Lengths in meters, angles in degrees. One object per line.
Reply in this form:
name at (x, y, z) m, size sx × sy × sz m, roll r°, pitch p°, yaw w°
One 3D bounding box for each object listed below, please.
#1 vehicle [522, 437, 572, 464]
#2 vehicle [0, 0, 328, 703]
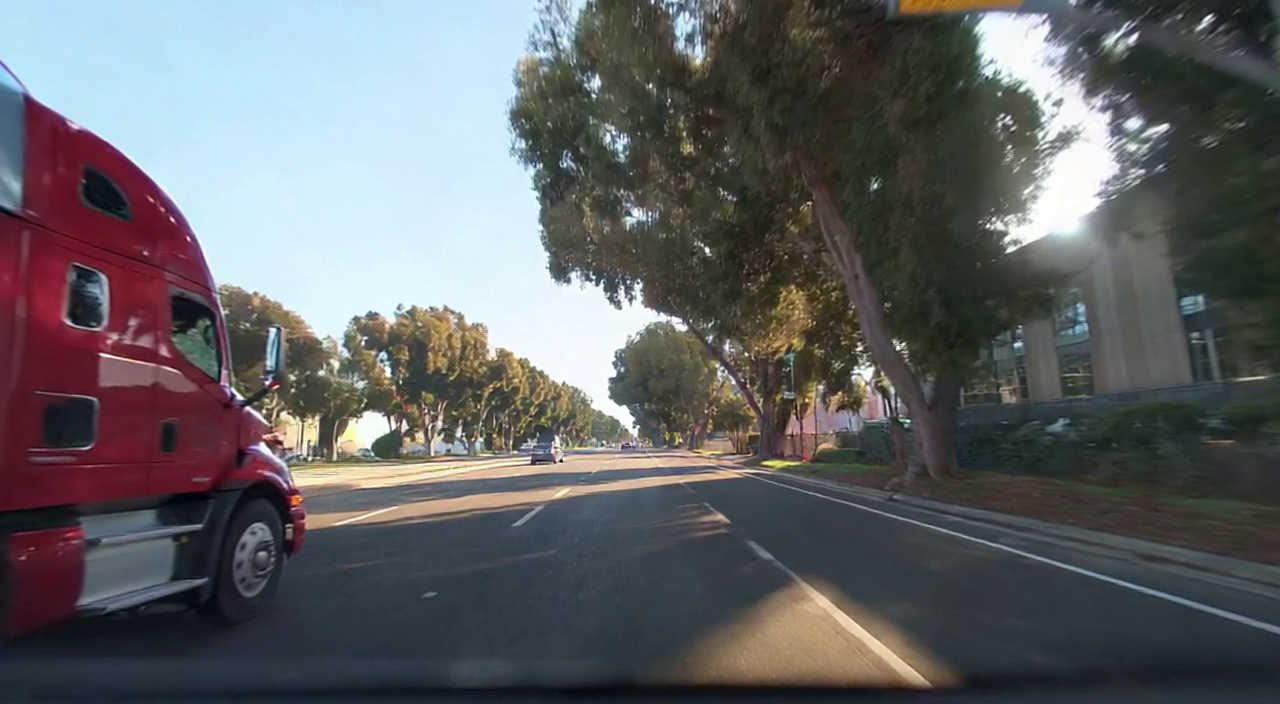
vehicle at (-6.878, 7.408, 47.683) m, size 2.743 × 1.832 × 7.257 m, roll 0°, pitch -8°, yaw 0°
vehicle at (-3.606, -0.202, 0.118) m, size 2.910 × 3.419 × 8.376 m, roll 0°, pitch -8°, yaw -1°
